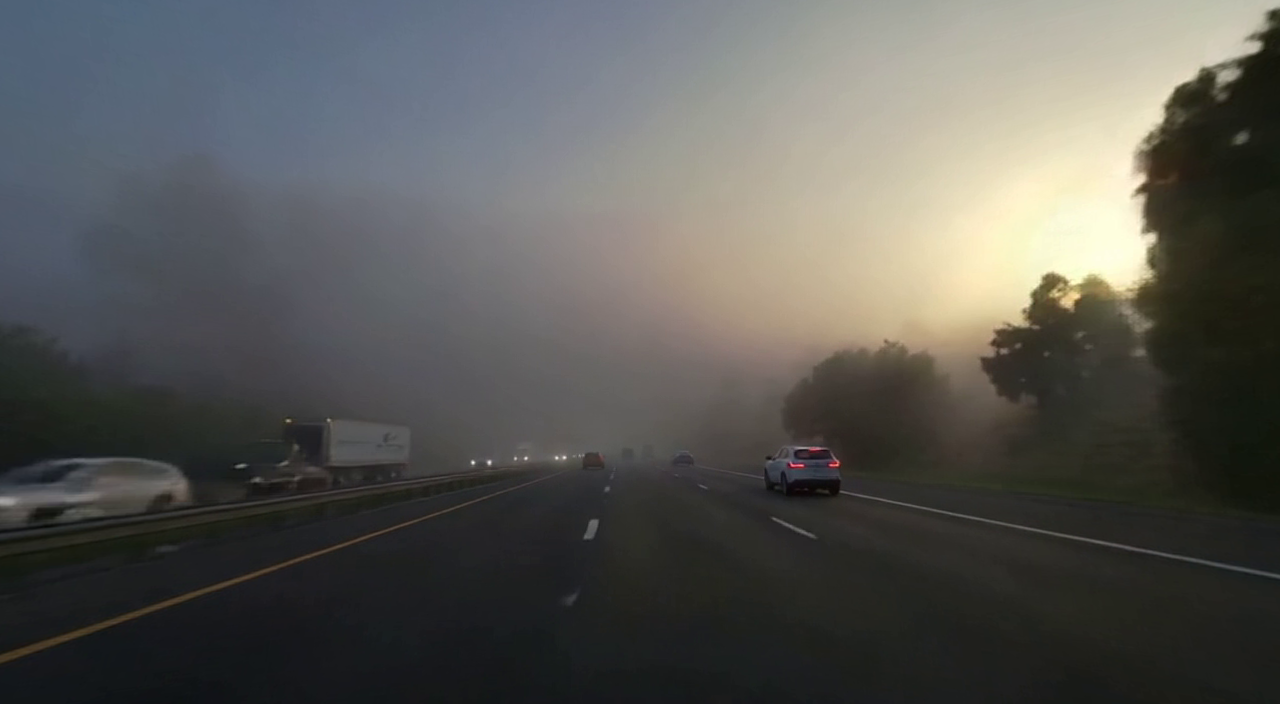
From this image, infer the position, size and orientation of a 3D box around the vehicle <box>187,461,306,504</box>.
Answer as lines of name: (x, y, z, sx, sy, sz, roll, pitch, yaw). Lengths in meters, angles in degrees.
vehicle: (-15.340, 5.080, 24.947, 1.939, 1.447, 4.463, 0, -9, -2)

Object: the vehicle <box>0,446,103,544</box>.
vehicle: (-11.255, 2.244, 9.766, 1.957, 1.567, 4.514, 0, -9, -1)

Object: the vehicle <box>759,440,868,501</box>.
vehicle: (4.907, 3.392, 18.432, 1.903, 1.566, 3.866, 0, -9, -3)

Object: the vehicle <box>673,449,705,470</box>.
vehicle: (3.540, 7.894, 46.459, 1.846, 1.480, 3.694, 0, -9, -3)

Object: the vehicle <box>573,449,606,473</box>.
vehicle: (-3.359, 7.317, 42.718, 2.021, 1.507, 4.272, 0, -9, -1)

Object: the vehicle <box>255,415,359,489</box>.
vehicle: (-19.704, 5.955, 37.821, 2.977, 4.017, 5.889, 0, -9, -2)
